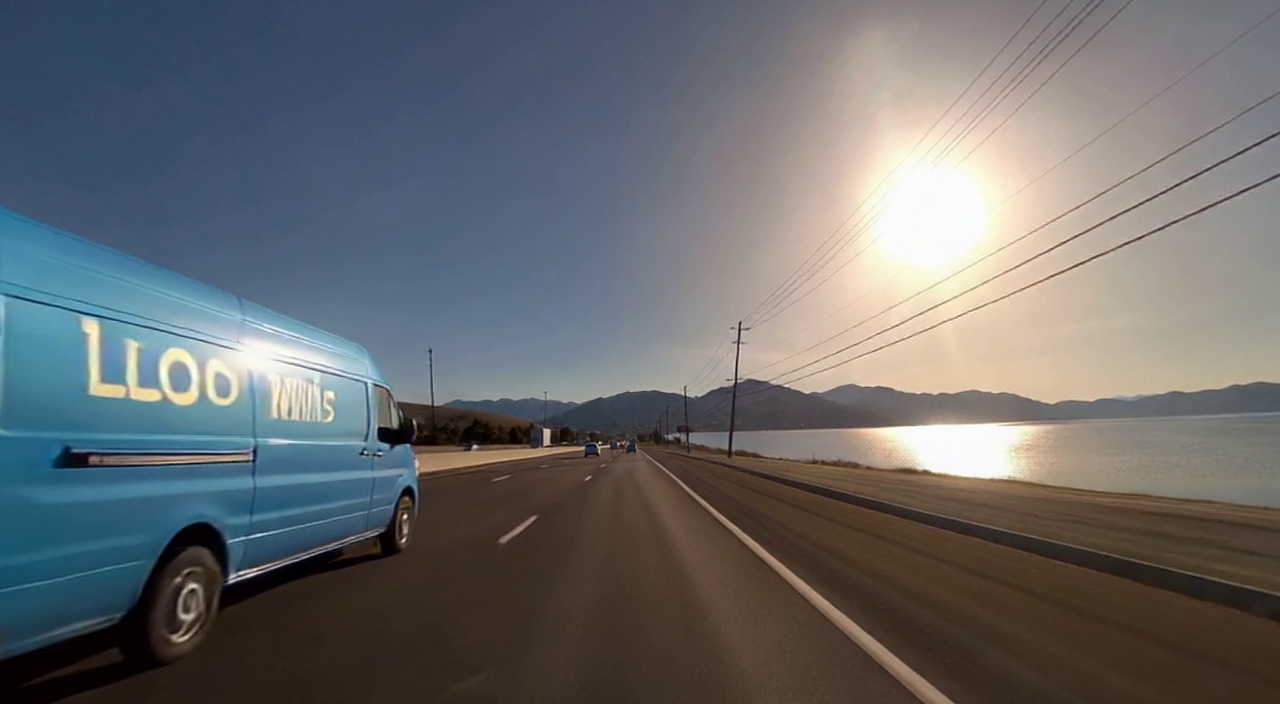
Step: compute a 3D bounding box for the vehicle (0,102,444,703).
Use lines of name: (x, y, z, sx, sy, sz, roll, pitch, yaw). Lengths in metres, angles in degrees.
vehicle: (-3.787, 0.738, 5.041, 2.331, 2.757, 6.581, 0, -8, 0)
